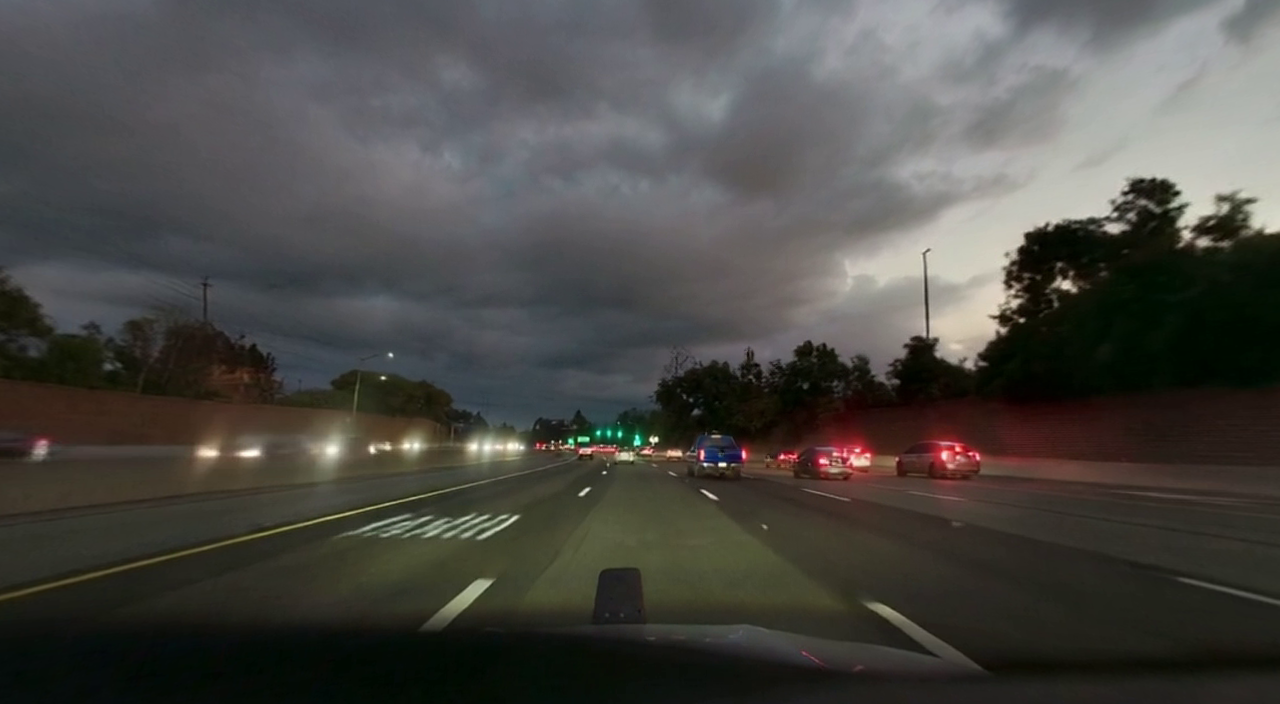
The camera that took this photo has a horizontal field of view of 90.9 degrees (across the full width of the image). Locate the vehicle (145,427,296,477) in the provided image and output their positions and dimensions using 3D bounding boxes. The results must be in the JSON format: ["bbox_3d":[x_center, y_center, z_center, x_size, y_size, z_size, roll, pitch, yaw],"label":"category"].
[{"bbox_3d":[-13.878,3.346,21.275,2.044,1.488,4.527,0,-8,-1],"label":"vehicle"}]

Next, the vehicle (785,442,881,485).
[{"bbox_3d":[7.304,4.261,24.535,1.976,1.485,4.925,0,-8,-3],"label":"vehicle"}]

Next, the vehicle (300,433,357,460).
[{"bbox_3d":[-23.027,7.007,46.835,2.101,1.868,4.631,0,-8,-3],"label":"vehicle"}]

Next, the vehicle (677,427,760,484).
[{"bbox_3d":[2.911,4.017,24.802,2.374,1.952,5.431,0,-8,-2],"label":"vehicle"}]

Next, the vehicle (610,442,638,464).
[{"bbox_3d":[-1.281,7.795,48.938,2.050,1.607,3.821,0,-8,-3],"label":"vehicle"}]
